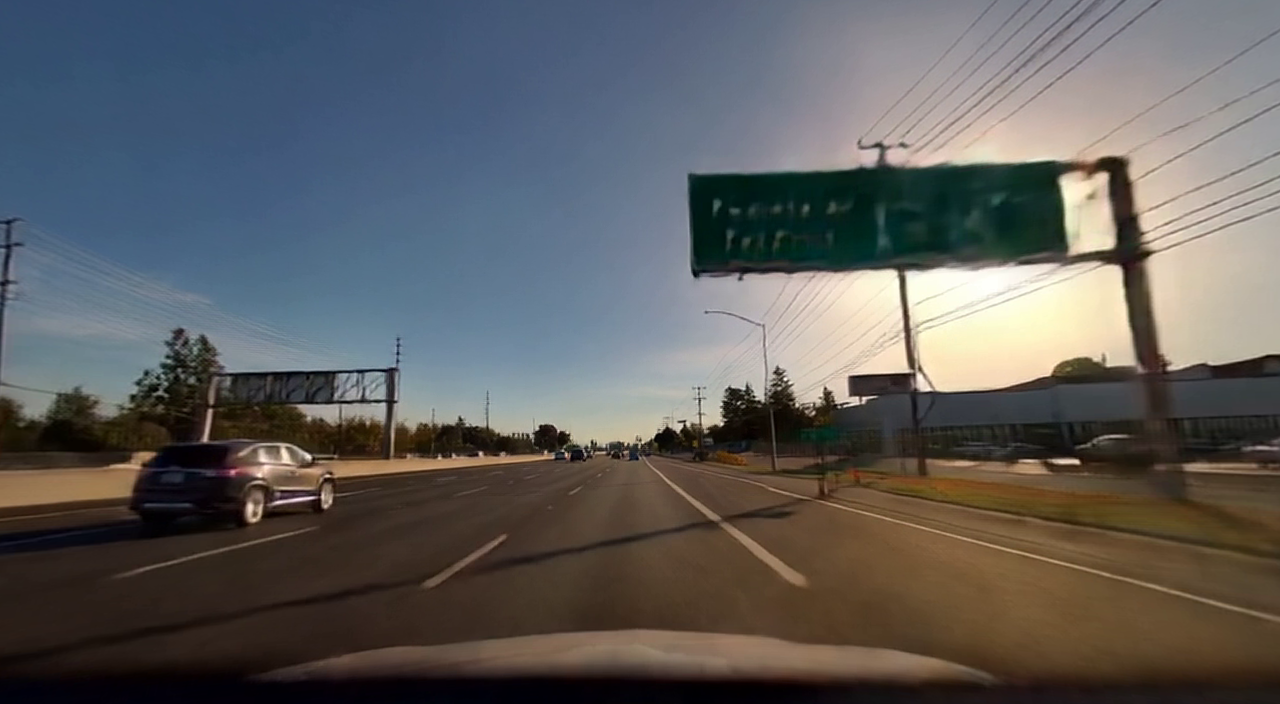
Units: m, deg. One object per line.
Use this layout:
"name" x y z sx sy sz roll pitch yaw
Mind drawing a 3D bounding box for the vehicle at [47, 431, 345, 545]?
"vehicle" -7.579 2.337 11.557 2.140 1.626 4.457 1 -9 1
